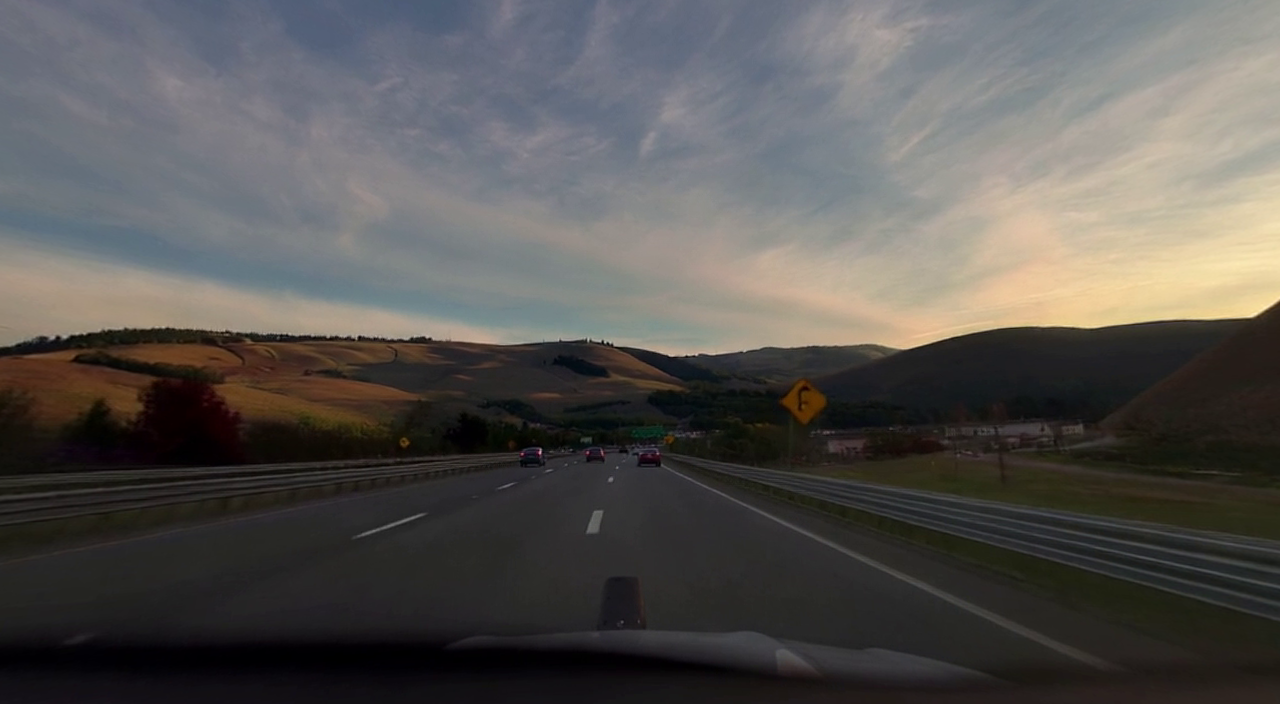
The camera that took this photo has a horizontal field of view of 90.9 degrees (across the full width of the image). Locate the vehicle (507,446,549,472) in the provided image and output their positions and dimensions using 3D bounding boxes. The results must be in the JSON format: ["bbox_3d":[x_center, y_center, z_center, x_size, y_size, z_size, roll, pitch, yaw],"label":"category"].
[{"bbox_3d":[-6.853,6.608,39.004,1.955,1.468,3.637,0,-9,-1],"label":"vehicle"}]

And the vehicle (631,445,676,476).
[{"bbox_3d":[0.629,5.636,32.828,2.019,1.475,4.301,0,-9,-3],"label":"vehicle"}]
